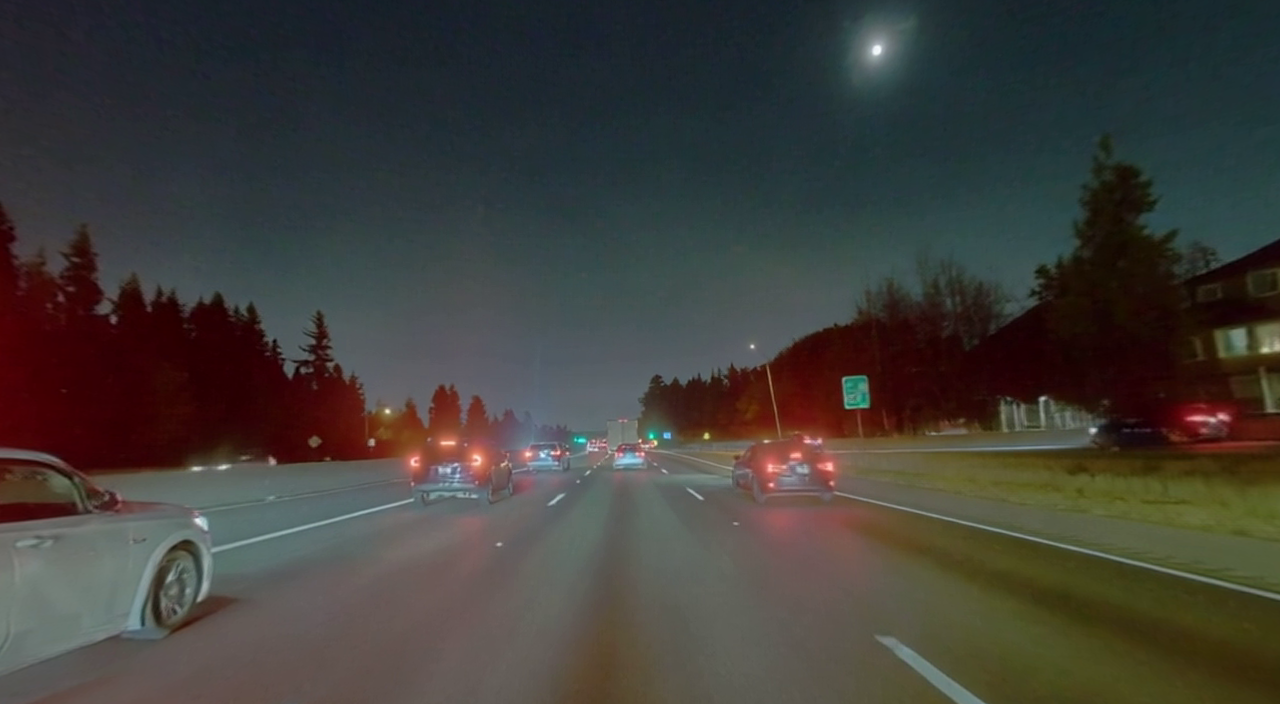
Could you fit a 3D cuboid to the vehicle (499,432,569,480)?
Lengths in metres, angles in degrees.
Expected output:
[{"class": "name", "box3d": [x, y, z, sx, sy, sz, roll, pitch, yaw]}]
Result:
[{"class": "vehicle", "box3d": [-4.639, 4.678, 28.642, 2.301, 1.944, 5.482, 0, -9, -1]}]

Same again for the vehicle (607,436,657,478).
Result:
[{"class": "vehicle", "box3d": [-0.402, 4.706, 28.463, 2.063, 1.703, 4.203, 0, -9, -2]}]

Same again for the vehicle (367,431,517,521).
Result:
[{"class": "vehicle", "box3d": [-4.109, 2.631, 13.900, 1.988, 1.668, 4.021, 0, -9, 0]}]

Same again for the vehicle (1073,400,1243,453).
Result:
[{"class": "vehicle", "box3d": [17.997, 2.693, 22.260, 2.048, 1.674, 4.106, 2, -9, -13]}]

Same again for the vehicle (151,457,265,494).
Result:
[{"class": "vehicle", "box3d": [-19.140, 5.461, 28.300, 1.839, 1.457, 4.701, 0, -9, -1]}]

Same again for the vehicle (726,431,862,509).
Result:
[{"class": "vehicle", "box3d": [3.390, 2.709, 14.889, 2.027, 1.554, 4.252, 0, -9, -2]}]
